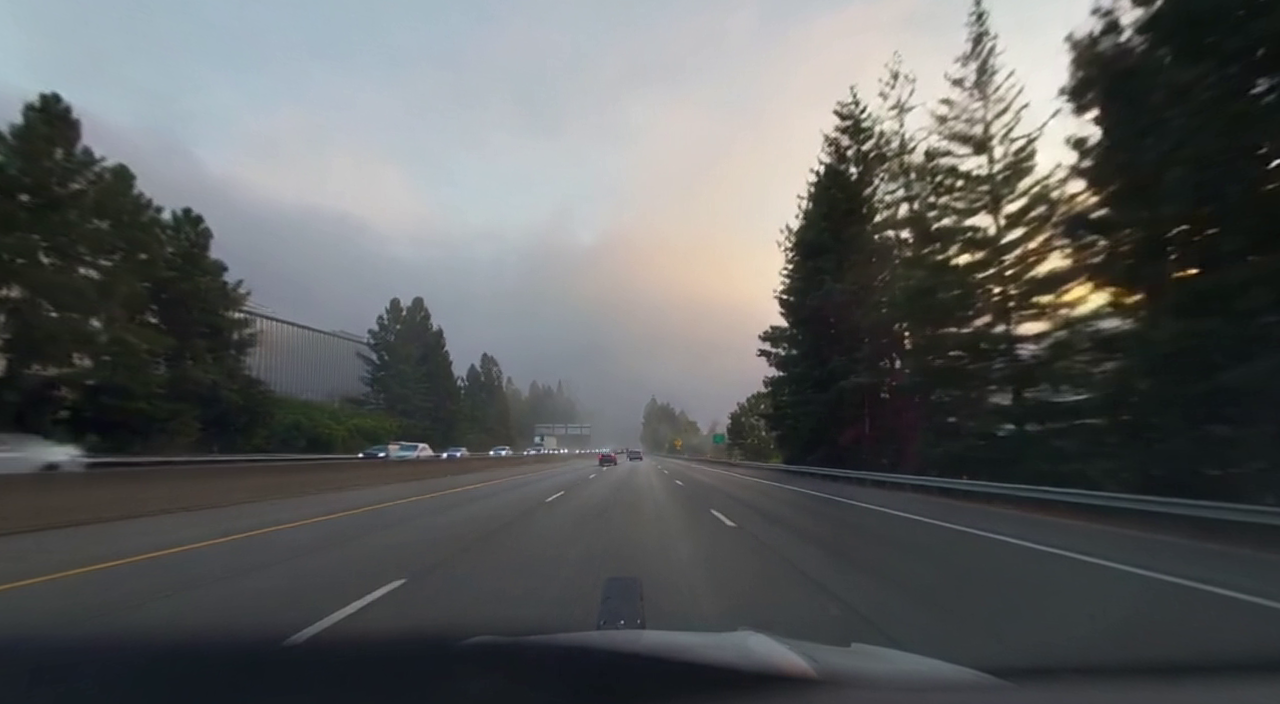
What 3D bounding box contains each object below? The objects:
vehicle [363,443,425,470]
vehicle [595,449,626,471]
[{"bbox_3d":[-14.755,6.288,38.063,1.927,1.514,4.550,0,-9,0],"label":"vehicle"},{"bbox_3d":[-2.095,7.867,46.060,2.011,1.468,3.883,0,-9,1],"label":"vehicle"}]
